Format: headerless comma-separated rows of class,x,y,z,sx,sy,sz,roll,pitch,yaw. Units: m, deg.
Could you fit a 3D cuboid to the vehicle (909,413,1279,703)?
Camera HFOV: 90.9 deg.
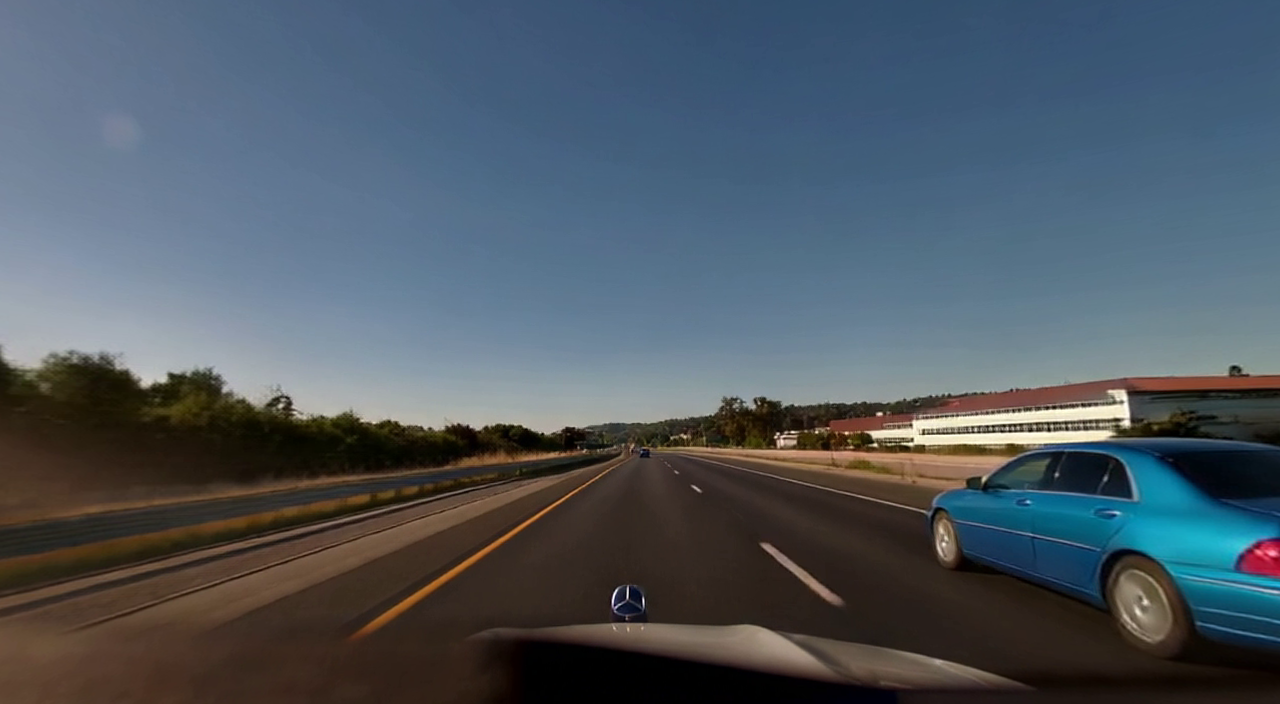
vehicle,4.139,1.303,4.790,2.053,1.490,4.799,0,-8,0
